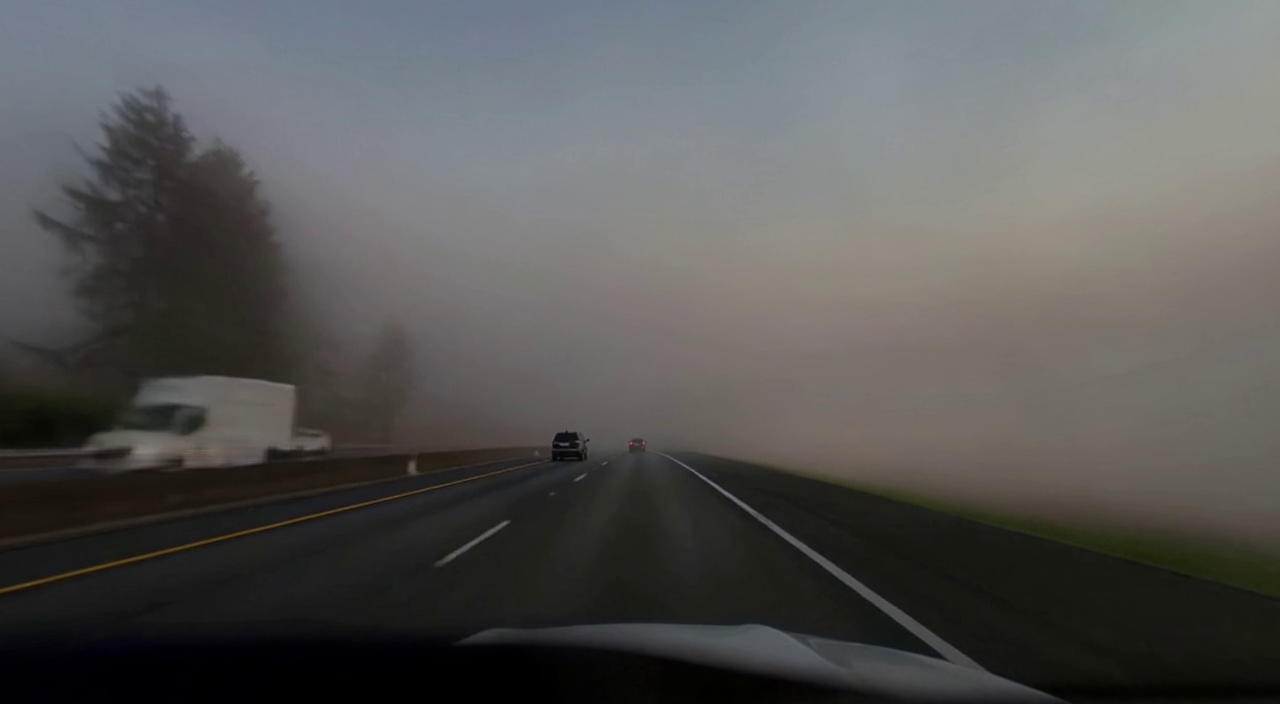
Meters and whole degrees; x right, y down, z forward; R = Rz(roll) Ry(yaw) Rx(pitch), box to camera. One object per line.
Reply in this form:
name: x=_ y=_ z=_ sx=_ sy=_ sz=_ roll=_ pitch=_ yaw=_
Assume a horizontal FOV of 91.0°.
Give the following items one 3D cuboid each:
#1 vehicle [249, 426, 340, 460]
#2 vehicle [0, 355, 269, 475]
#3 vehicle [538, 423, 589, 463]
vehicle: x=-16.533 y=4.397 z=30.384 sx=1.832 sy=1.517 sz=4.537 roll=0 pitch=-8 yaw=0
vehicle: x=-12.630 y=1.727 z=16.219 sx=2.427 sy=2.525 sz=5.934 roll=0 pitch=-8 yaw=0
vehicle: x=-4.120 y=5.034 z=34.817 sx=2.241 sy=2.034 sz=4.890 roll=0 pitch=-8 yaw=-1
